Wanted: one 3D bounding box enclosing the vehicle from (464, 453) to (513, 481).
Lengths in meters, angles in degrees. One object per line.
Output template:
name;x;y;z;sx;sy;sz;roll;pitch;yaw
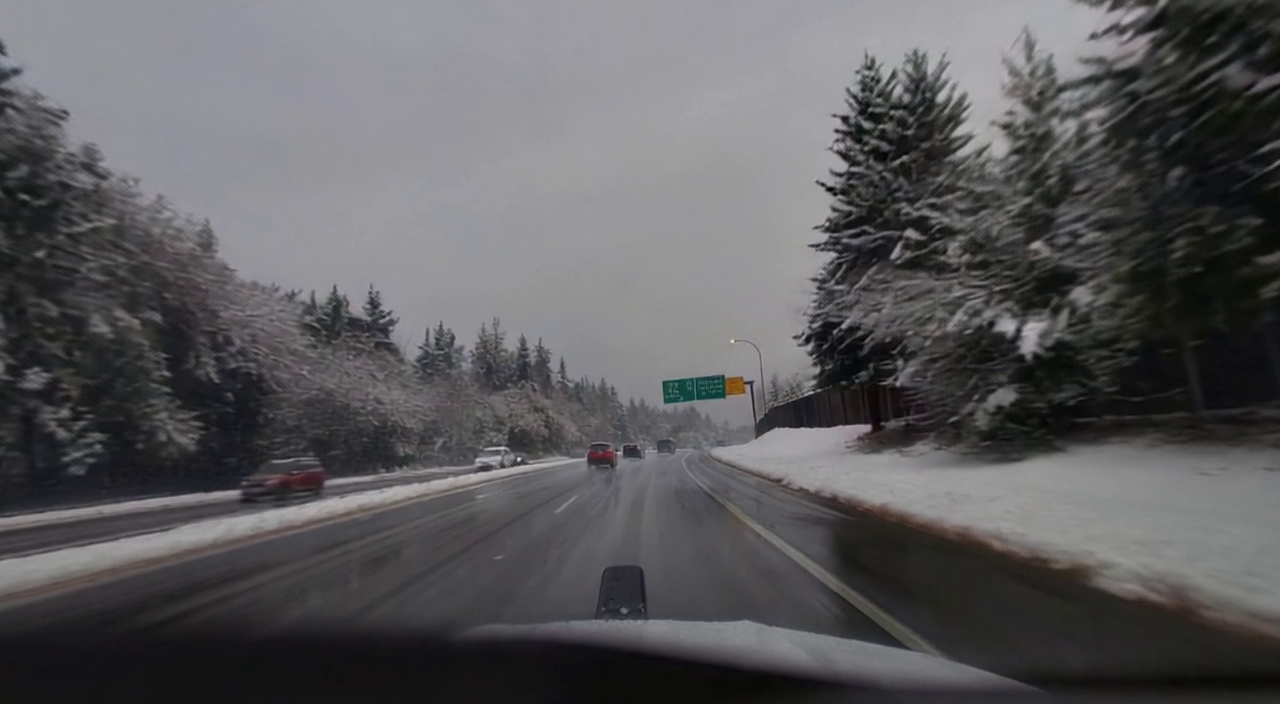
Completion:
vehicle;-9.795;7.446;41.027;1.931;1.645;4.338;0;-8;3

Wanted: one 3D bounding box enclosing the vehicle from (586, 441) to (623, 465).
vehicle;-2.252;6.590;41.284;1.985;1.518;3.847;-1;-8;4

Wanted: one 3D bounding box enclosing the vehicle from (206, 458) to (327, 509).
vehicle;-14.538;5.096;24.858;1.909;1.706;4.501;0;-8;1
